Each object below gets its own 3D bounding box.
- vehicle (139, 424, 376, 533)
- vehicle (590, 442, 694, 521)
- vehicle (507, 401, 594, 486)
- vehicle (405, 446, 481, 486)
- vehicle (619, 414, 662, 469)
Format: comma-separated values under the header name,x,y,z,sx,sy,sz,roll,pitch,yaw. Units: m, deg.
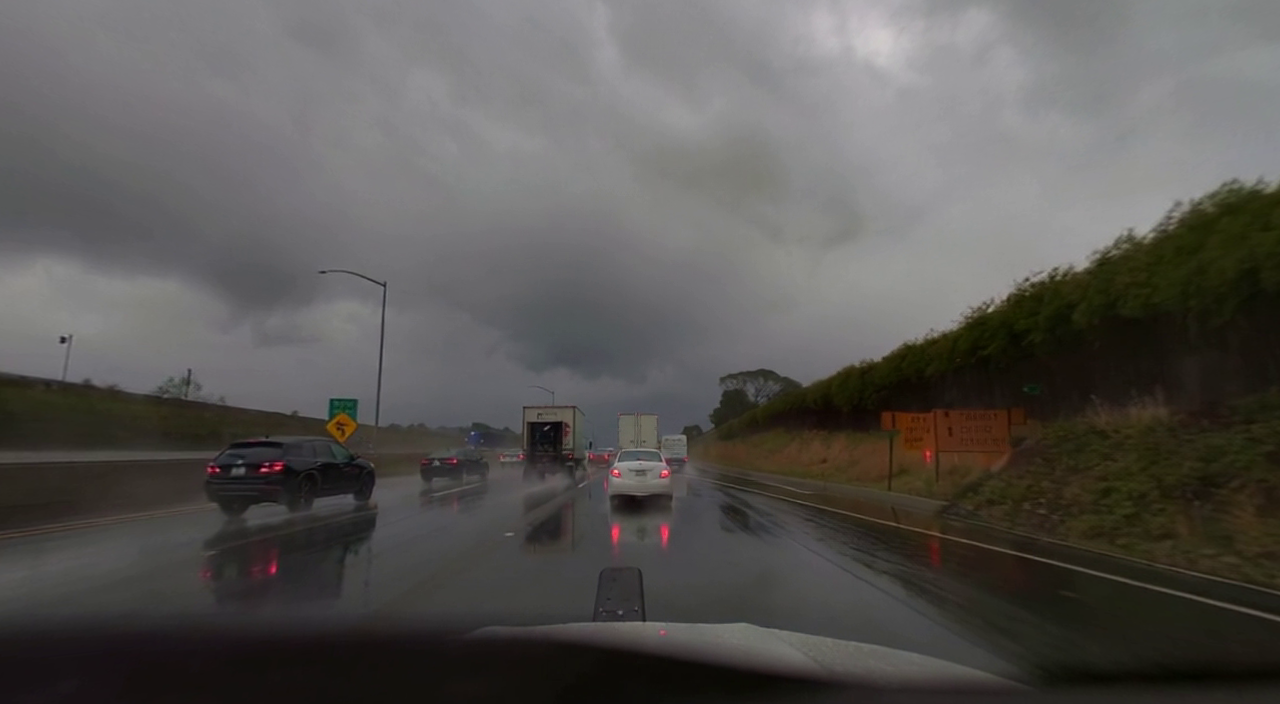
name,x,y,z,sx,sy,sz,roll,pitch,yaw
vehicle,-7.206,2.413,12.576,1.952,1.746,4.332,-1,-9,1
vehicle,0.017,2.774,13.981,1.995,1.495,3.380,0,-9,-1
vehicle,-3.832,4.220,28.948,2.812,3.342,7.248,-1,-9,1
vehicle,-8.079,4.689,26.218,1.880,1.512,3.758,-1,-9,1
vehicle,0.018,6.985,49.074,3.072,3.947,6.976,0,-9,0
